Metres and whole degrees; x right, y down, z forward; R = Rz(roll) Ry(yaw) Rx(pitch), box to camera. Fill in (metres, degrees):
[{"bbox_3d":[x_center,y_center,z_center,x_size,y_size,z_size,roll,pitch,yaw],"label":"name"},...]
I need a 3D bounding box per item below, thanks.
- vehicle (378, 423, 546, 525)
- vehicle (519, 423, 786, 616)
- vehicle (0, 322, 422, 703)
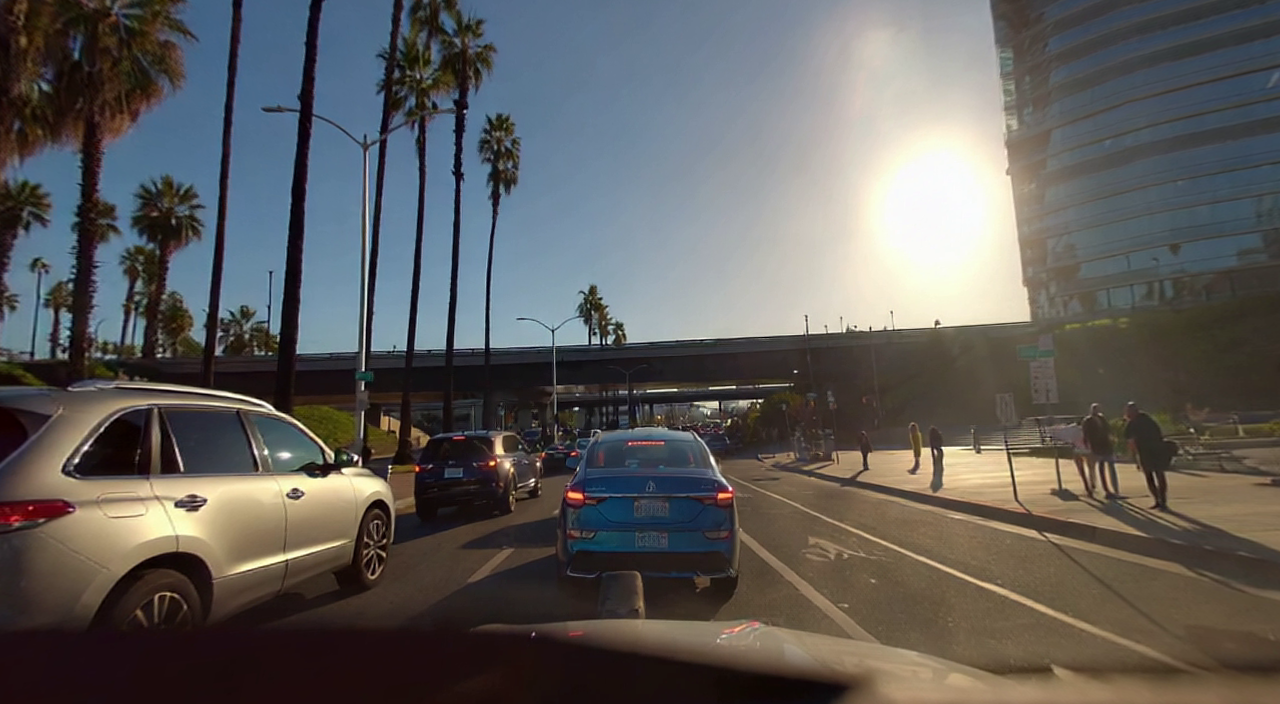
[{"bbox_3d":[-3.199,2.292,12.346,1.955,1.637,4.032,0,-8,2],"label":"vehicle"},{"bbox_3d":[0.084,1.592,6.975,2.036,1.461,4.129,0,-8,0],"label":"vehicle"},{"bbox_3d":[-3.262,1.060,4.181,2.014,1.740,4.359,0,-8,1],"label":"vehicle"}]
